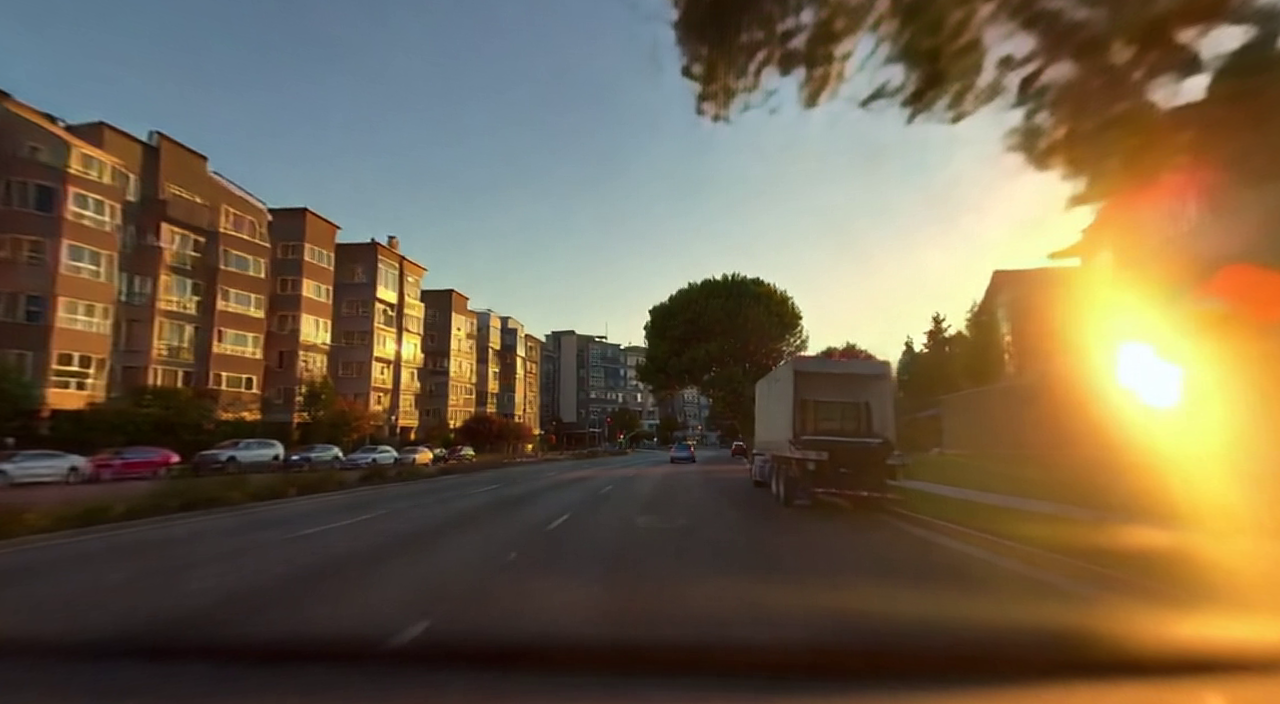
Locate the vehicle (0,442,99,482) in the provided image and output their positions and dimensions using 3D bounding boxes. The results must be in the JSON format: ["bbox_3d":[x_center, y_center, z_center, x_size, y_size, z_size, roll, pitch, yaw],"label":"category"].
[{"bbox_3d":[-24.325,4.324,24.928,2.015,1.446,4.316,-2,-8,0],"label":"vehicle"}]

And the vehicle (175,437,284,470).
[{"bbox_3d":[-23.493,5.848,36.432,2.242,1.693,5.560,-2,-9,5],"label":"vehicle"}]

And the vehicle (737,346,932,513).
[{"bbox_3d":[4.467,2.135,16.747,2.945,3.277,8.473,-1,-8,4],"label":"vehicle"}]

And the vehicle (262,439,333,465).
[{"bbox_3d":[-22.826,6.681,42.254,2.008,1.668,4.379,-1,-8,5],"label":"vehicle"}]

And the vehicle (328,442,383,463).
[{"bbox_3d":[-21.913,7.749,48.738,1.900,1.489,4.361,-1,-8,6],"label":"vehicle"}]

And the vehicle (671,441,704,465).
[{"bbox_3d":[2.886,6.065,37.981,1.871,1.370,4.206,-1,-8,5],"label":"vehicle"}]

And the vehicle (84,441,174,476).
[{"bbox_3d":[-24.145,5.006,29.882,1.659,1.570,2.845,-1,-8,5],"label":"vehicle"}]
